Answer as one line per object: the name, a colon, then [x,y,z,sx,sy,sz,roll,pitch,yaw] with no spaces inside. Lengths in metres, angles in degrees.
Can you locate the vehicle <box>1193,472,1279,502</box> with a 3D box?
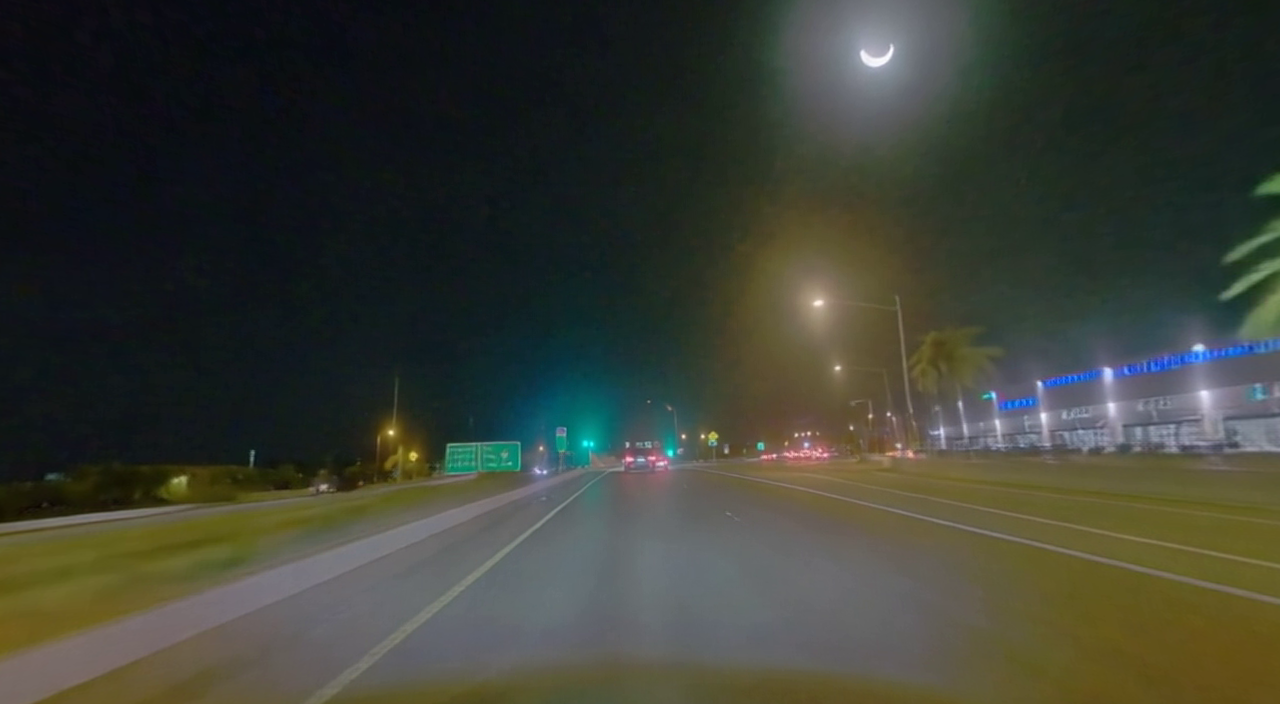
vehicle: [35.196,7.844,36.698,3.945,1.538,1.796,-3,-12,5]

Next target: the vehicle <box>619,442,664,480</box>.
vehicle: [0.010,5.370,31.313,2.089,1.718,4.193,0,-9,-2]
